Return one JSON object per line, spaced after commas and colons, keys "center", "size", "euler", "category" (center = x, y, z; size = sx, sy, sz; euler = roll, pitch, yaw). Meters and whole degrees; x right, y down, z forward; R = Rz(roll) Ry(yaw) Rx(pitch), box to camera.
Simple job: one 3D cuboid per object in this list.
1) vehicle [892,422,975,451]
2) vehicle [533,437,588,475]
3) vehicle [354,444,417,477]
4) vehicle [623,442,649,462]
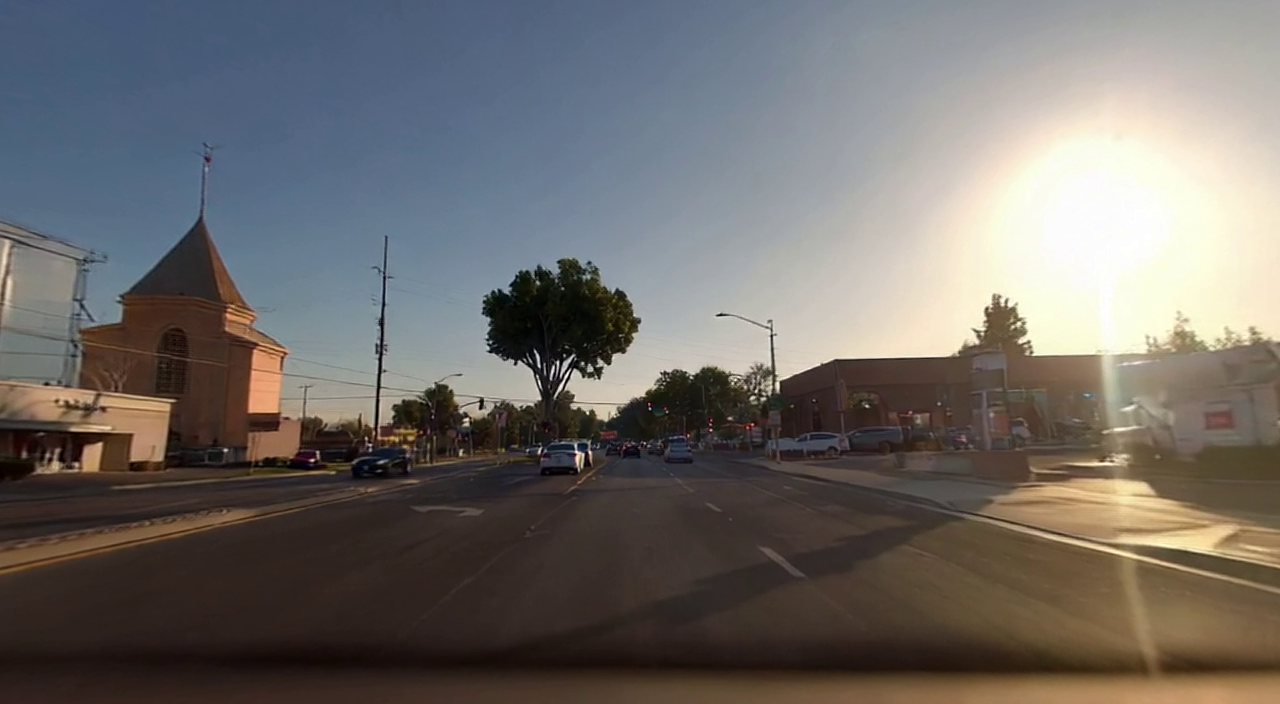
{"center": [23.032, 6.665, 49.743], "size": [5.314, 2.134, 2.261], "euler": [0, -8, 1], "category": "vehicle"}
{"center": [-3.739, 5.001, 30.537], "size": [2.040, 1.661, 4.573], "euler": [0, -8, 0], "category": "vehicle"}
{"center": [-14.790, 6.320, 36.968], "size": [1.891, 1.670, 4.333], "euler": [-4, -8, 0], "category": "vehicle"}
{"center": [-0.365, 7.892, 49.909], "size": [1.976, 1.509, 3.647], "euler": [0, -8, -2], "category": "vehicle"}
